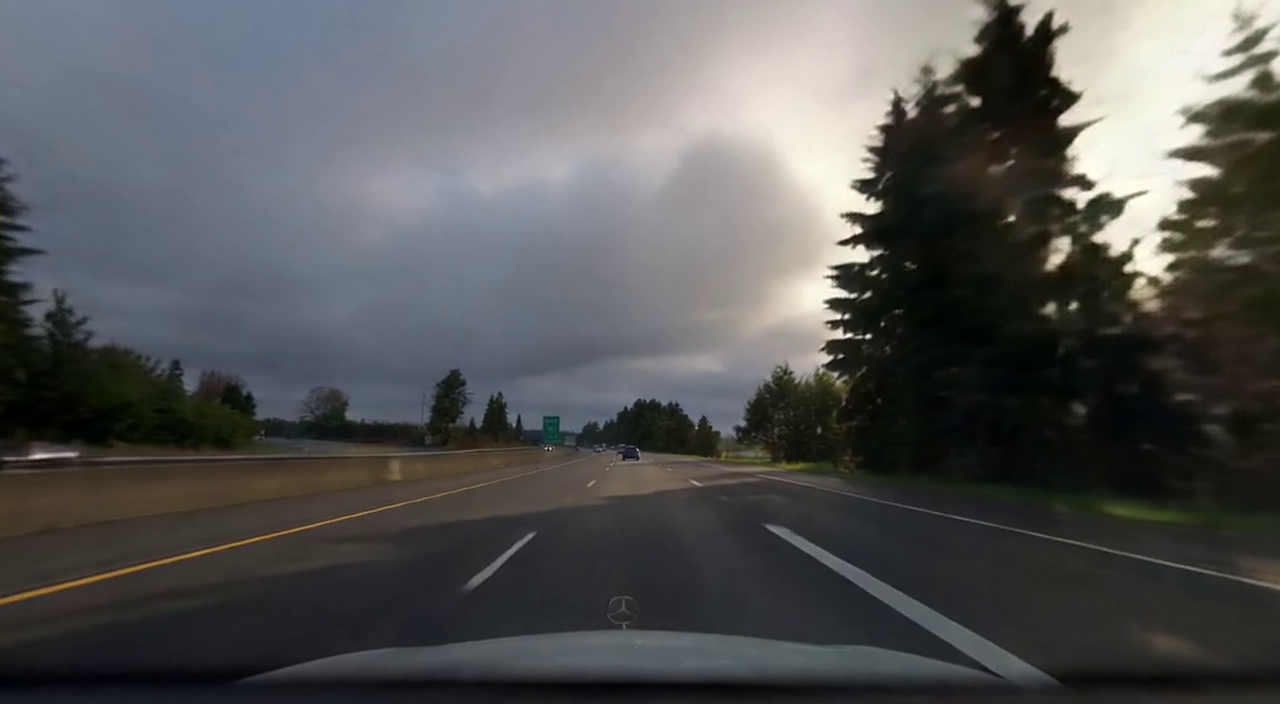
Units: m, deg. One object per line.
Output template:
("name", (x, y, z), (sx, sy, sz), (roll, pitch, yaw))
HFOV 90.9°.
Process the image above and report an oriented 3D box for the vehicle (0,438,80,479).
("vehicle", (-24.300, 4.057, 24.076), (1.985, 1.458, 4.373), (1, -9, -5))
